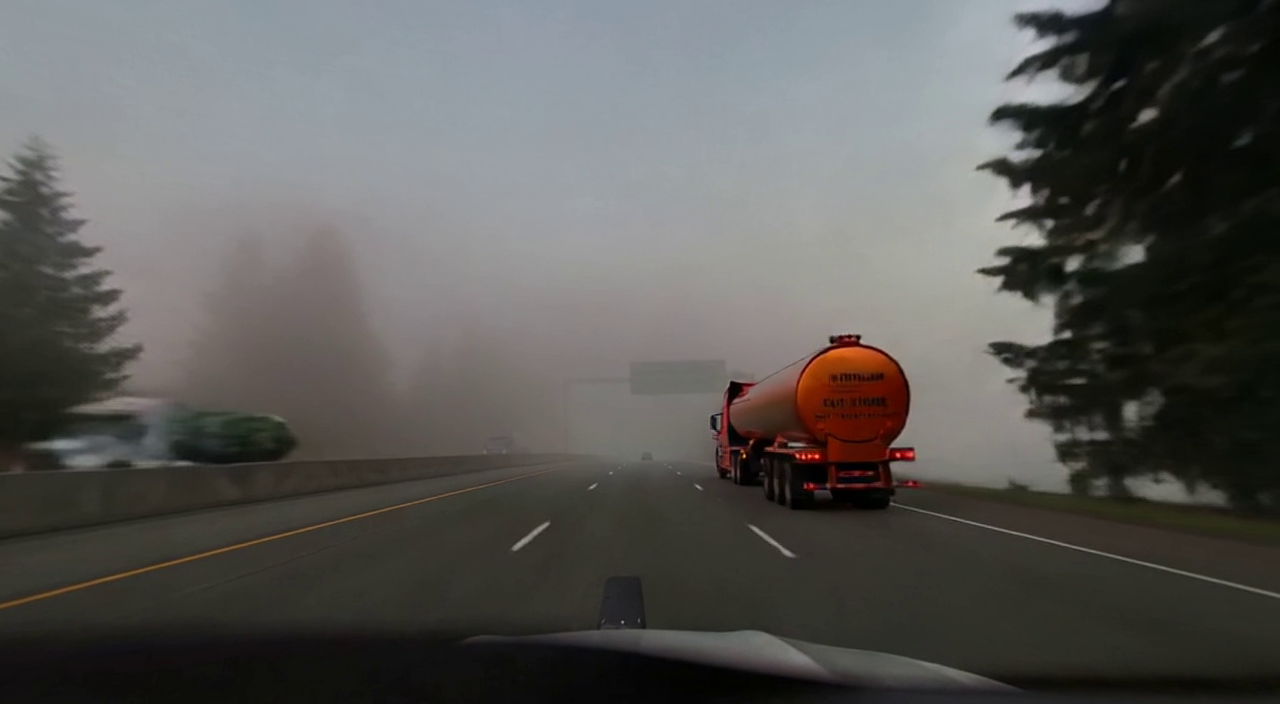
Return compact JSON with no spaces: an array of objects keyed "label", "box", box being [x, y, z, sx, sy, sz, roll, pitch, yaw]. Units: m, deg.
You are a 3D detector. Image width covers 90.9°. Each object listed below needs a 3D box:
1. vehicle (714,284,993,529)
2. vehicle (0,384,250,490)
[{"label":"vehicle","box":[4.340,1.896,17.366,2.784,4.080,13.516,-2,-9,0]},{"label":"vehicle","box":[-19.522,3.412,24.729,2.858,3.421,8.433,0,-9,1]}]
